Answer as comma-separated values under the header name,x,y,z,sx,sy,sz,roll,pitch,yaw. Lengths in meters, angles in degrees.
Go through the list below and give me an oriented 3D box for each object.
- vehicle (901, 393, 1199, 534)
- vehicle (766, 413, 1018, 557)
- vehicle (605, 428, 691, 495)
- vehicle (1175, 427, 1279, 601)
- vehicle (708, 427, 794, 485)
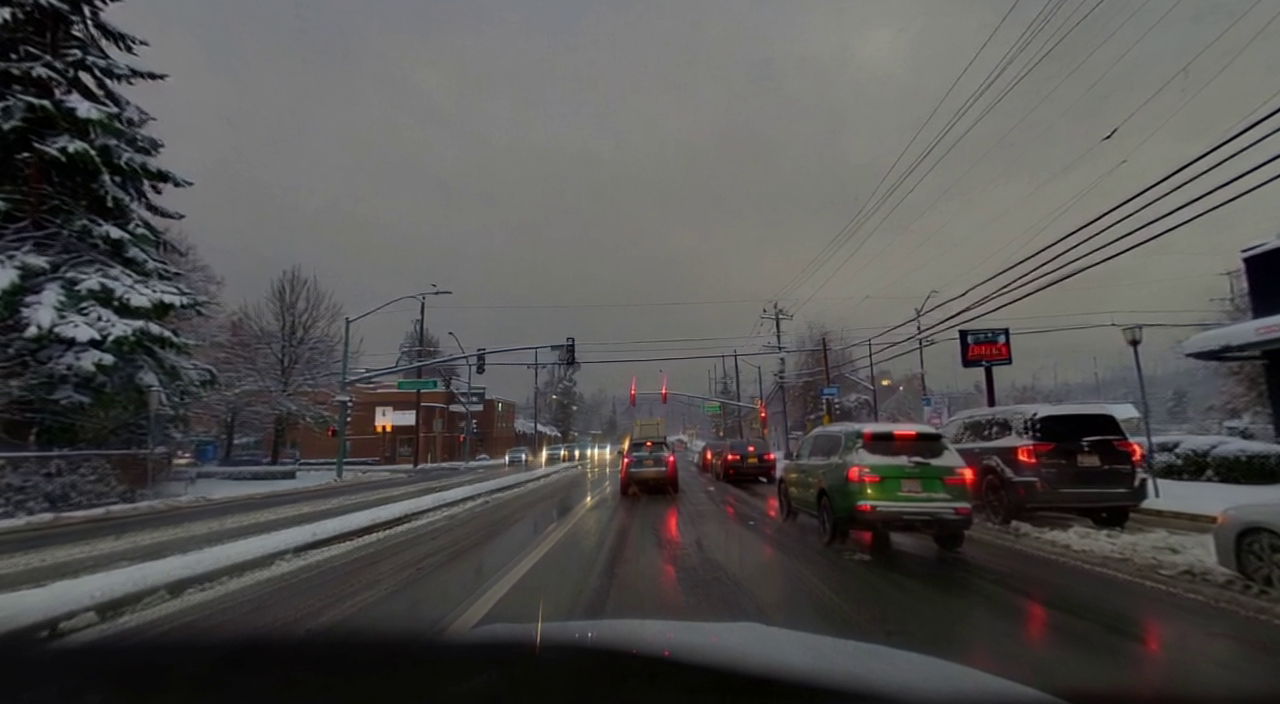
name,x,y,z,sx,sy,sz,roll,pitch,yaw
vehicle,6.716,1.909,11.229,2.080,1.958,4.653,0,-9,-1
vehicle,3.304,1.837,9.400,1.998,1.620,4.267,0,-9,0
vehicle,0.211,3.062,17.931,2.149,1.668,3.962,0,-9,1
vehicle,6.277,1.136,3.870,1.906,1.435,4.670,0,-9,0
vehicle,3.742,3.608,22.225,2.060,1.789,4.712,0,-9,-1
